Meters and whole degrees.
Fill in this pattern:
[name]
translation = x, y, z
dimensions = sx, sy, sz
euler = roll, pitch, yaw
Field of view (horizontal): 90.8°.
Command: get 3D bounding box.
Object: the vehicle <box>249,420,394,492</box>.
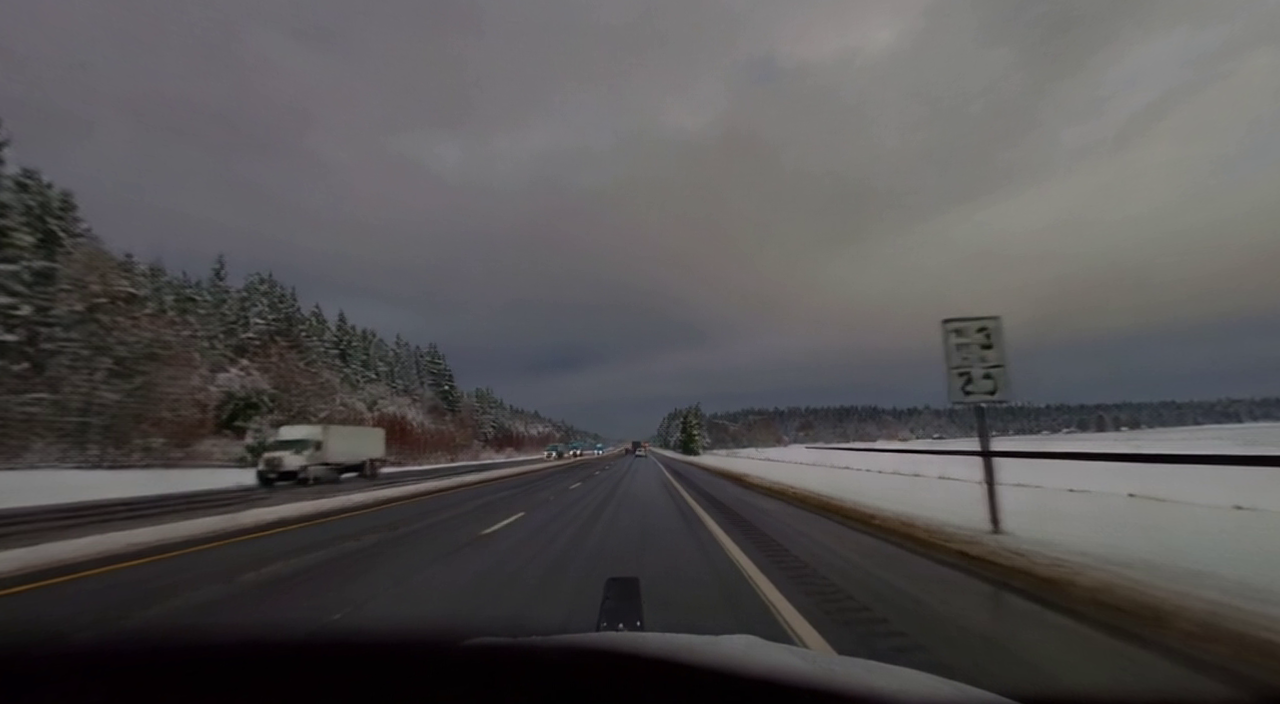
[vehicle]
translation = -16.478, 5.526, 33.657
dimensions = 2.906, 3.286, 8.867
euler = 0, -9, 1
